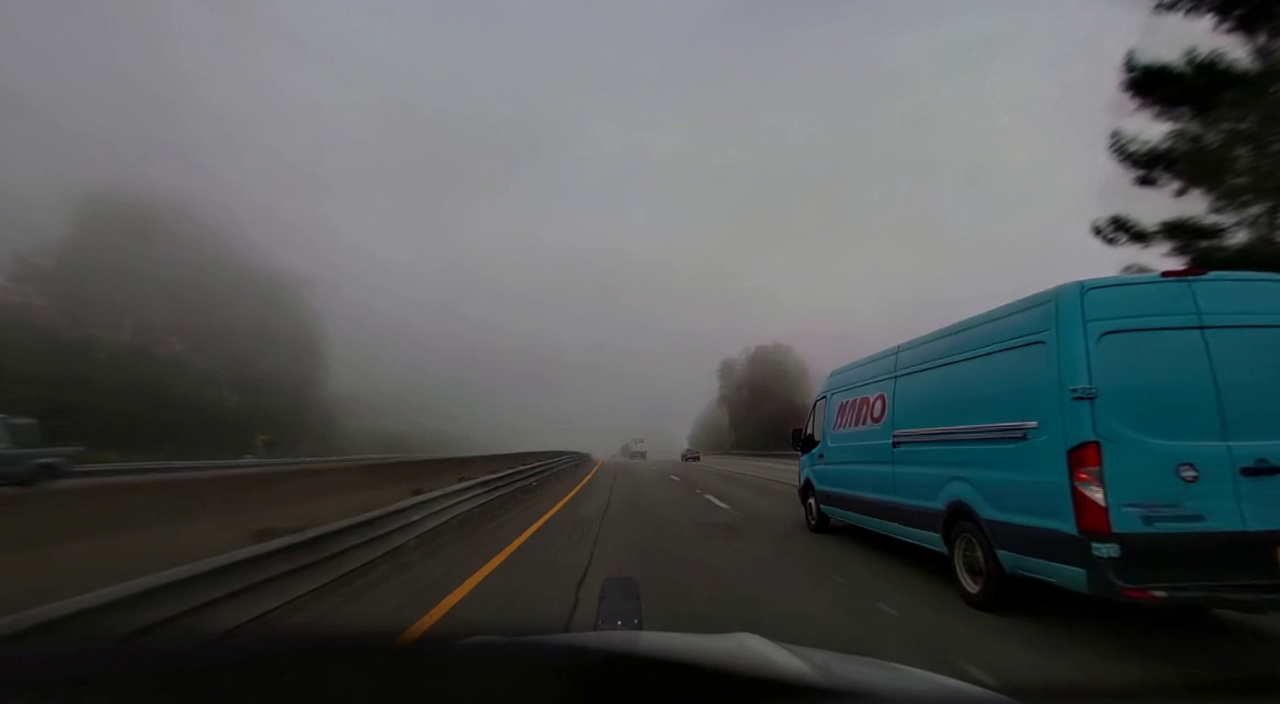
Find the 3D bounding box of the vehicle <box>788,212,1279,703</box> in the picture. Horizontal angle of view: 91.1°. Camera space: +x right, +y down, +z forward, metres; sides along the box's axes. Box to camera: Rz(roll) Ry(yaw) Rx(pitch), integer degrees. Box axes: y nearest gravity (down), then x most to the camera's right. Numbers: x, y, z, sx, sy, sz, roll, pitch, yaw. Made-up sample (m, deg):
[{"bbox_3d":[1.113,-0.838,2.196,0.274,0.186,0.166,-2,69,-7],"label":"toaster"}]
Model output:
[{"bbox_3d":[3.804,1.086,7.002,2.355,2.664,7.367,0,-9,-1],"label":"vehicle"}]
